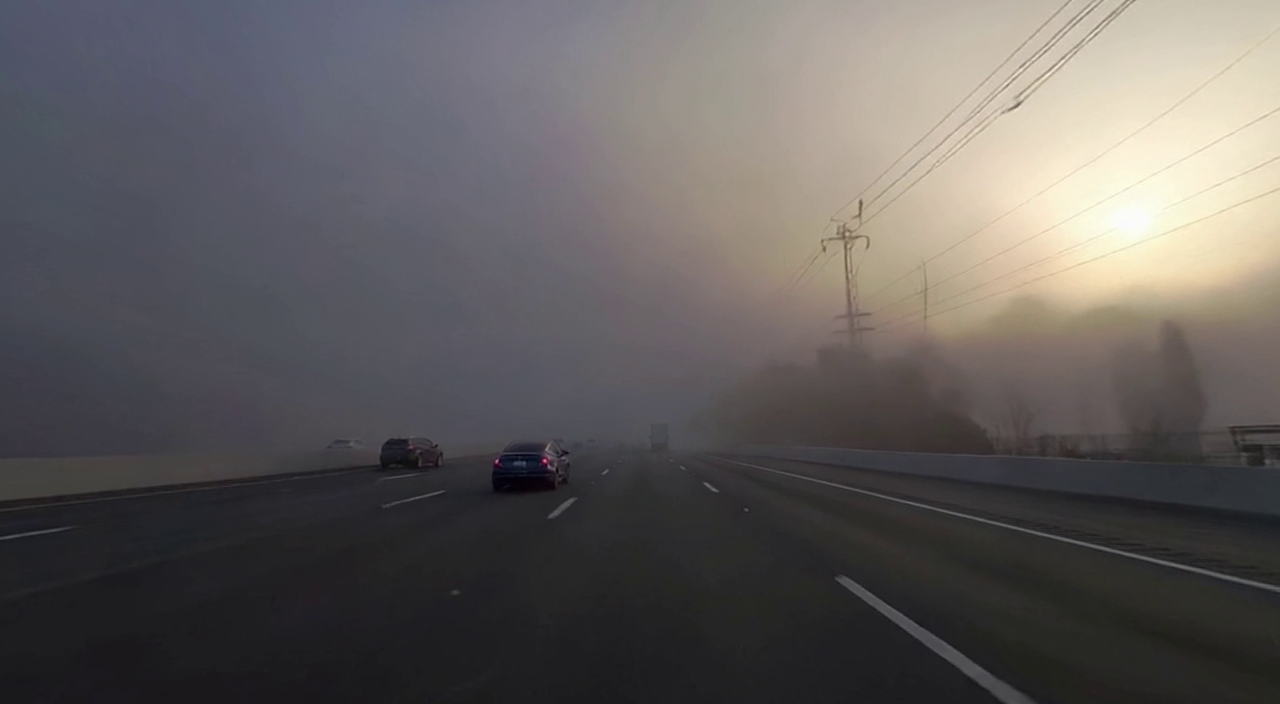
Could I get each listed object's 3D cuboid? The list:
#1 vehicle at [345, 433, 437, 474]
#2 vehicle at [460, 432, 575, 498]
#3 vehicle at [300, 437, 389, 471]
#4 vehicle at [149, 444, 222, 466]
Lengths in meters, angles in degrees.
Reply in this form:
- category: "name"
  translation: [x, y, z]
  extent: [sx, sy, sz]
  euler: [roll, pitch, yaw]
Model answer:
- category: "vehicle"
  translation: [-10.782, 4.437, 27.706]
  extent: [2.058, 1.621, 4.739]
  euler: [0, -9, 1]
- category: "vehicle"
  translation: [-3.126, 3.029, 17.283]
  extent: [2.045, 1.532, 4.954]
  euler: [0, -9, 2]
- category: "vehicle"
  translation: [-14.493, 5.017, 31.195]
  extent: [2.039, 1.516, 4.780]
  euler: [0, -9, 1]
- category: "vehicle"
  translation: [-34.685, 7.844, 48.241]
  extent: [1.965, 1.586, 4.705]
  euler: [0, -9, 2]
